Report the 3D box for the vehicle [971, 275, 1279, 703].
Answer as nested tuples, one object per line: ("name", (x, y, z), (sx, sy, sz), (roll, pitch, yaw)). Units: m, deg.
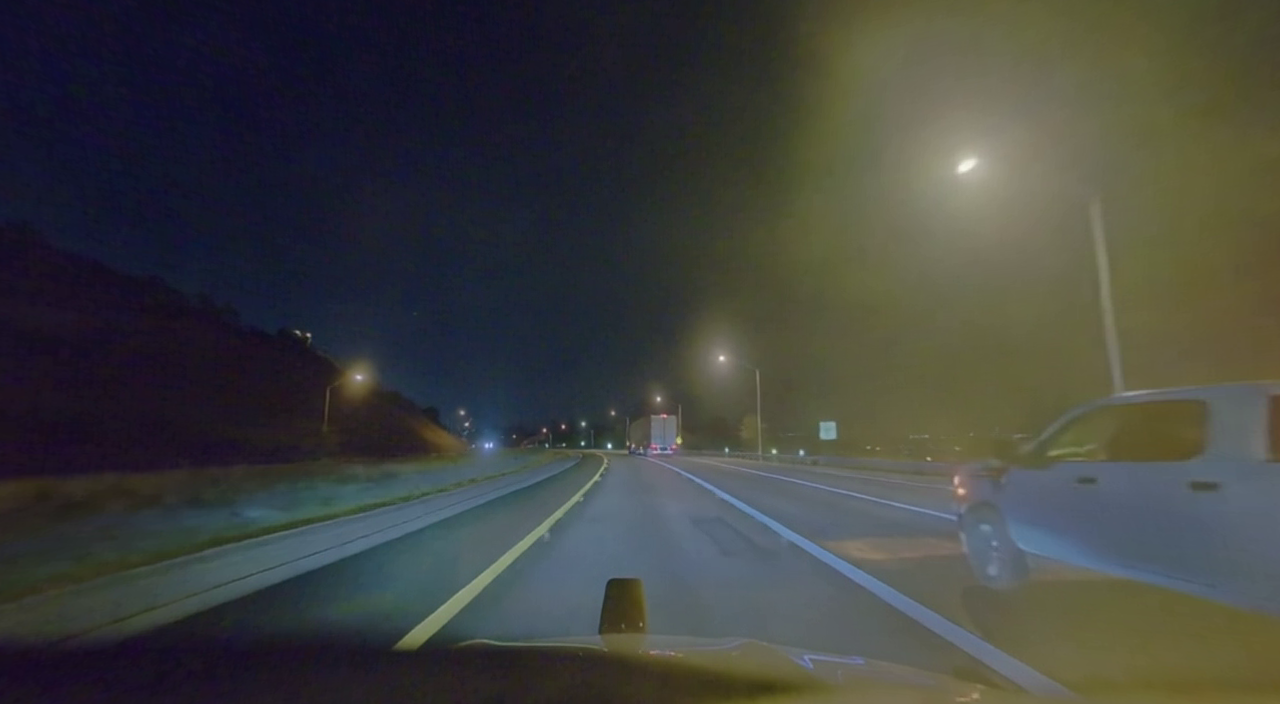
("vehicle", (4.030, 0.602, 2.483), (2.383, 1.959, 5.669), (0, -8, 0))
